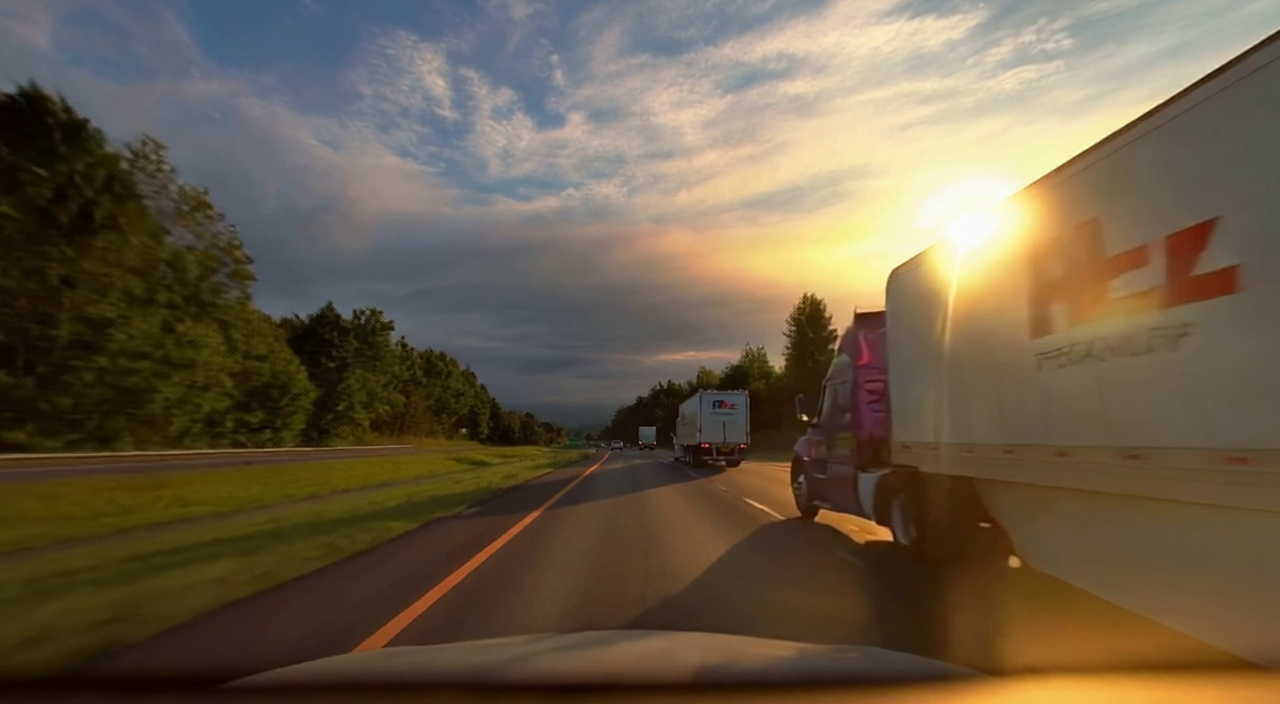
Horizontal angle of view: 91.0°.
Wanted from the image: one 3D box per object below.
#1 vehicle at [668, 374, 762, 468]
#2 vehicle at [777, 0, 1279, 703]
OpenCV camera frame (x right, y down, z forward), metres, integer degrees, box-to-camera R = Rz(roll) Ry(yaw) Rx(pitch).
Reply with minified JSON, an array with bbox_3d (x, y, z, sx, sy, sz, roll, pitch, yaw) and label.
[{"bbox_3d":[3.550,3.956,34.298,2.871,4.072,14.183,0,-8,-2],"label":"vehicle"},{"bbox_3d":[3.950,-0.335,3.410,2.863,4.031,14.678,0,-8,-1],"label":"vehicle"}]
